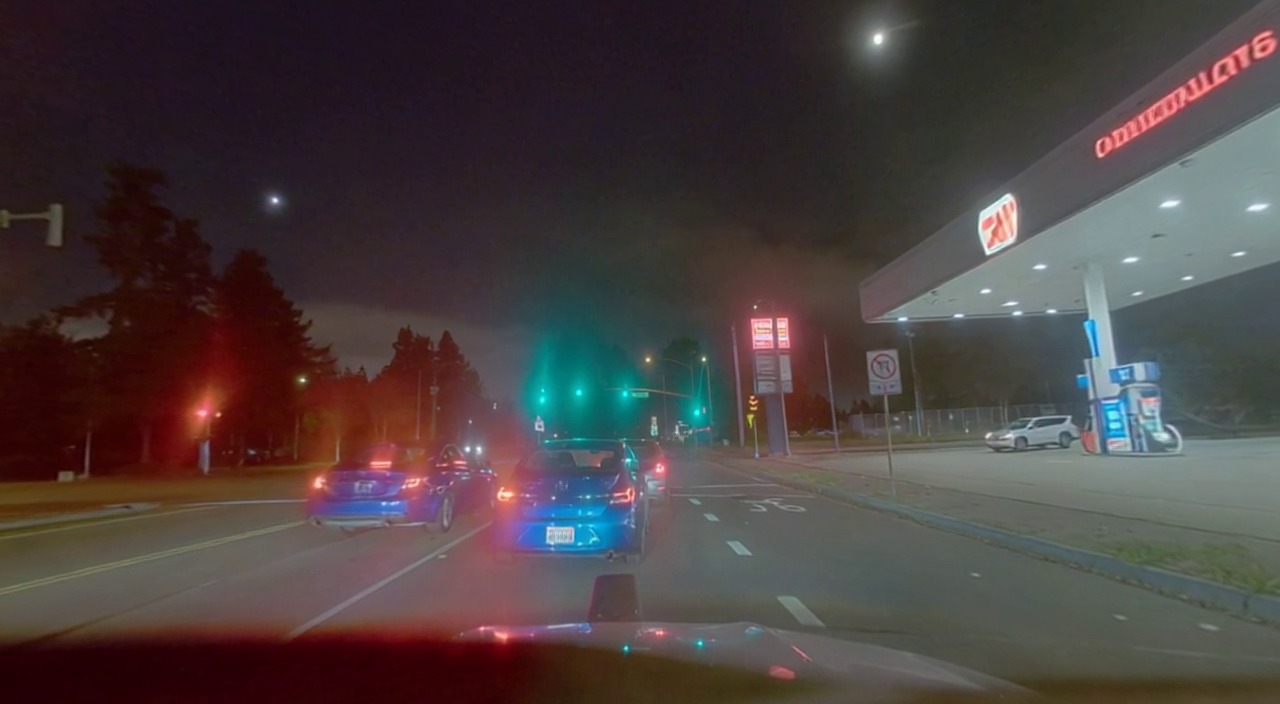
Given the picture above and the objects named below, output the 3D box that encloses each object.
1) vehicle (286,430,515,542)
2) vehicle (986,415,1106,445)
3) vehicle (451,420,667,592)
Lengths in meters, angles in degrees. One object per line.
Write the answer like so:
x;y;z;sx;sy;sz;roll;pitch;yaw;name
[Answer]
-3.742;2.179;11.051;1.995;1.506;4.773;0;-8;2;vehicle
21.224;4.134;33.210;4.874;1.502;2.048;0;-8;0;vehicle
-0.645;1.695;7.890;1.916;1.510;4.447;0;-8;2;vehicle
